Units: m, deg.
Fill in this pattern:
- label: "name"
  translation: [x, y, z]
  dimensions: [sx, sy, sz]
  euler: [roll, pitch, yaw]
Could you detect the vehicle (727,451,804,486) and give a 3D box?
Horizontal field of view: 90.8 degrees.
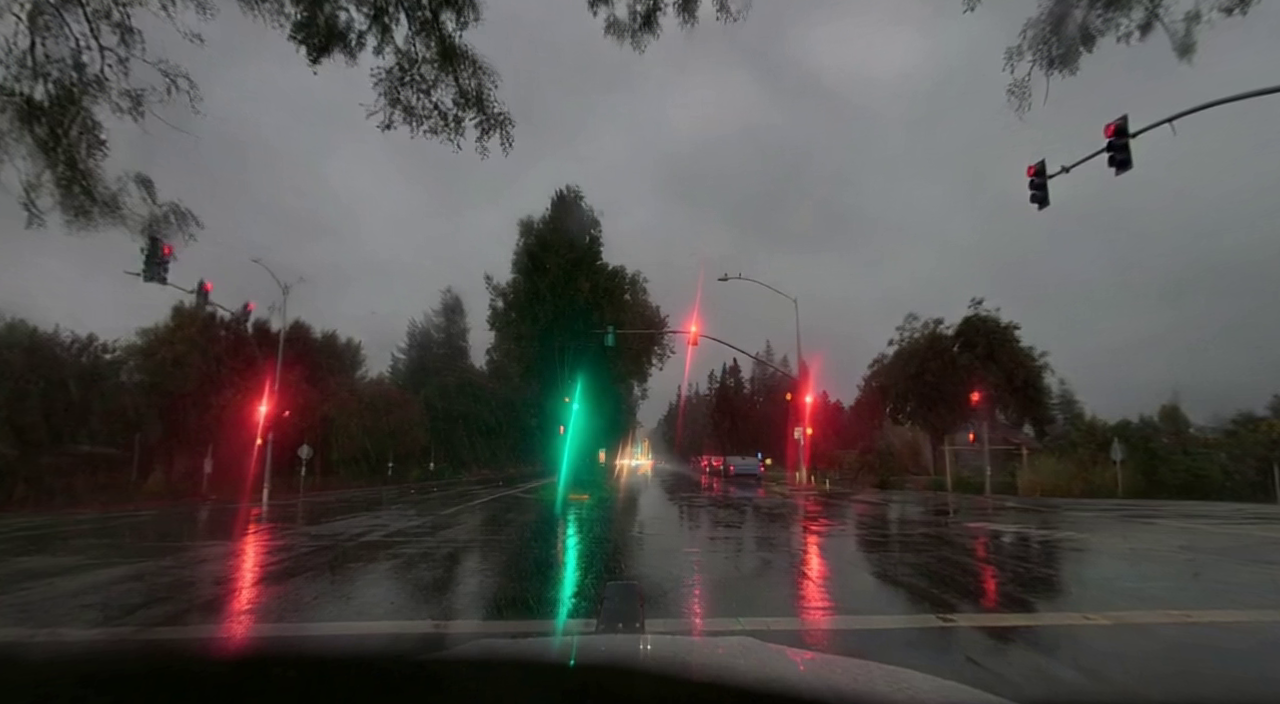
- label: "vehicle"
  translation: [8.819, 8.253, 45.446]
  dimensions: [2.771, 2.214, 7.159]
  euler: [2, -9, -12]
